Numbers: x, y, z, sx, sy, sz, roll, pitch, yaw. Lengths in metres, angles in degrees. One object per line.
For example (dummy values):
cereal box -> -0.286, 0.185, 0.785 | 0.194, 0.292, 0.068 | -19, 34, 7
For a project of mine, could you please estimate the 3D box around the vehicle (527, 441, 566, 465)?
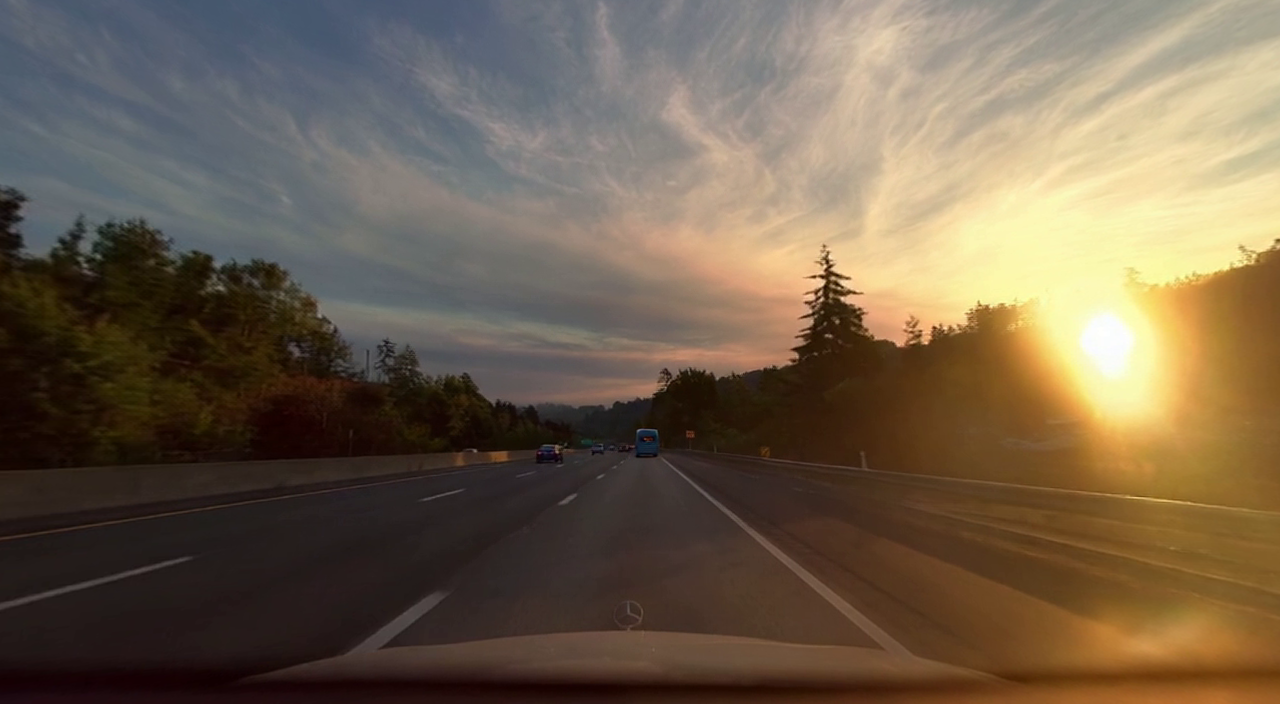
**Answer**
vehicle -> -6.835, 7.452, 46.596 | 2.080, 1.674, 4.660 | 0, -8, 2
